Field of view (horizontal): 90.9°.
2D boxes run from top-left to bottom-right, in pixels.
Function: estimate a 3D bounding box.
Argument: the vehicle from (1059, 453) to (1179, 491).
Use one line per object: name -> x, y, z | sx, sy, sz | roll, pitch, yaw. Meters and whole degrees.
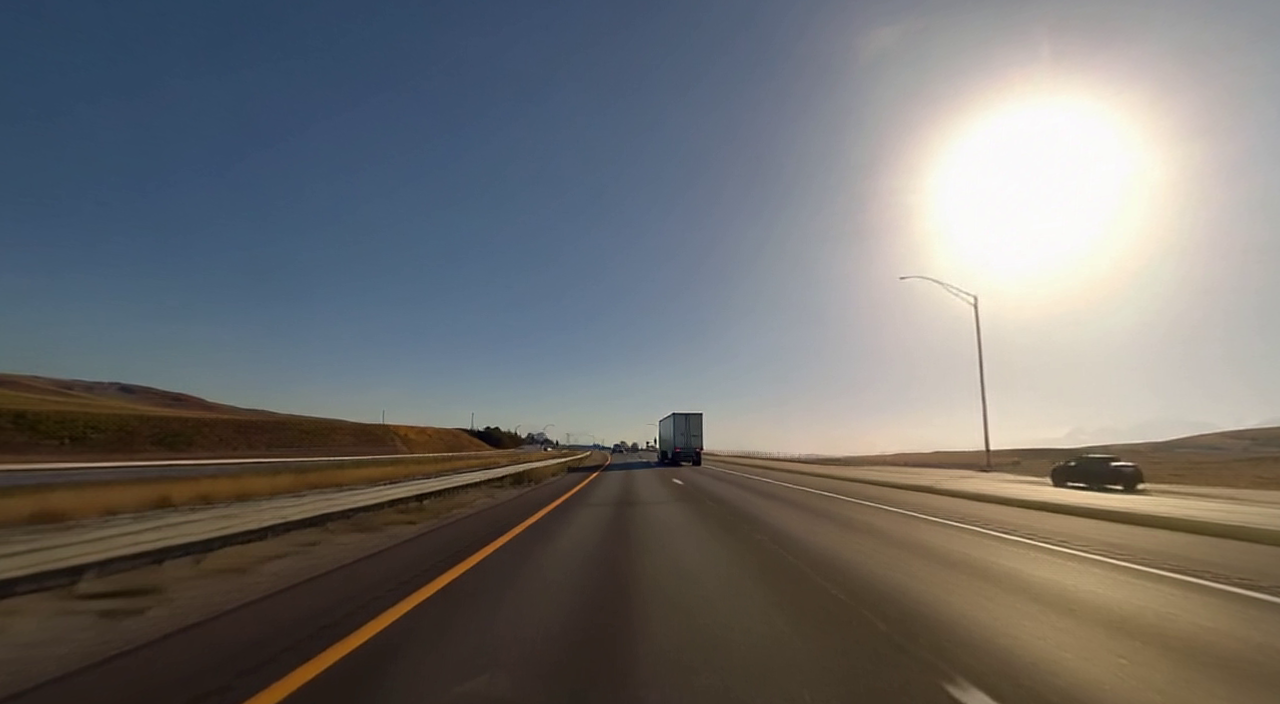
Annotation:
vehicle -> 20.608, 5.151, 27.342 | 1.836, 1.499, 3.936 | 1, -9, -6
